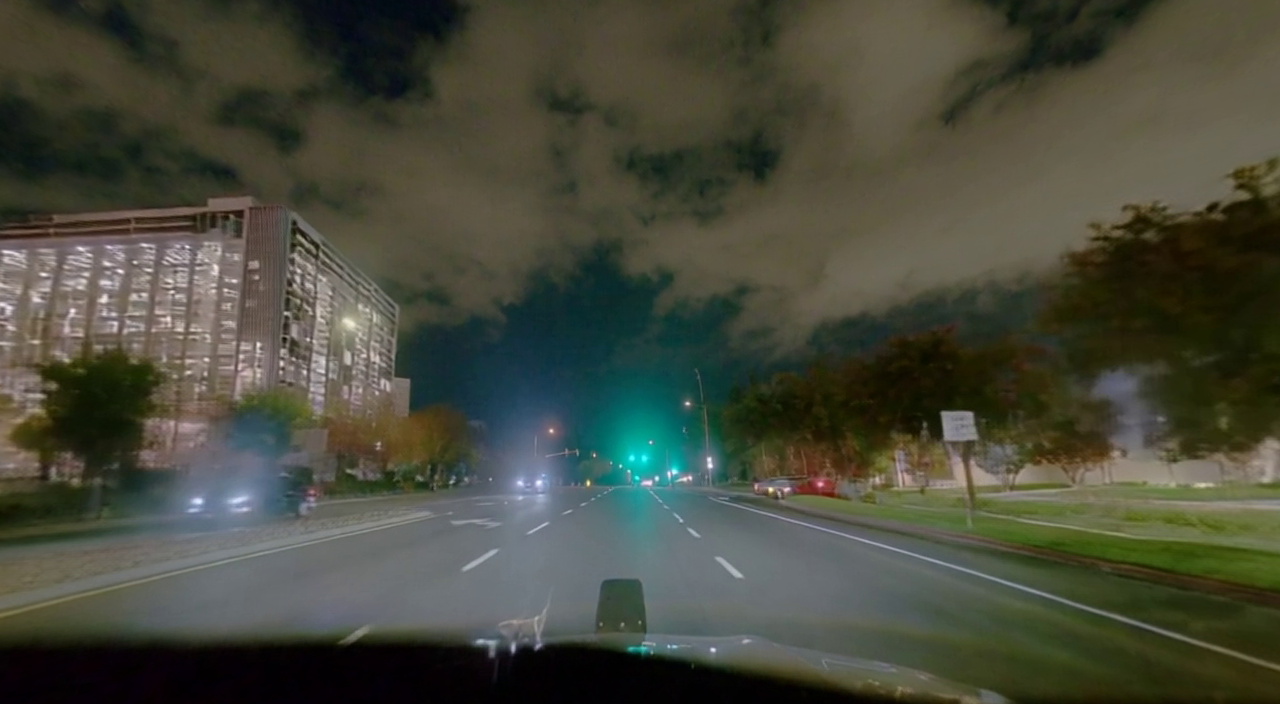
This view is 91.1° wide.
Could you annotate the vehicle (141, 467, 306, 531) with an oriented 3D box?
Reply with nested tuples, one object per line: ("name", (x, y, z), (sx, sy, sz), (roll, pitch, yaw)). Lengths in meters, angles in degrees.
("vehicle", (-12.281, 4.330, 18.946), (1.941, 1.511, 4.348), (0, -8, 1))

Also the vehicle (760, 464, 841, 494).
("vehicle", (10.766, 8.524, 42.308), (4.903, 1.831, 2.098), (0, -9, 2))

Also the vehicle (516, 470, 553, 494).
("vehicle", (-8.141, 10.145, 48.876), (2.220, 1.681, 4.633), (-1, -12, -1))
